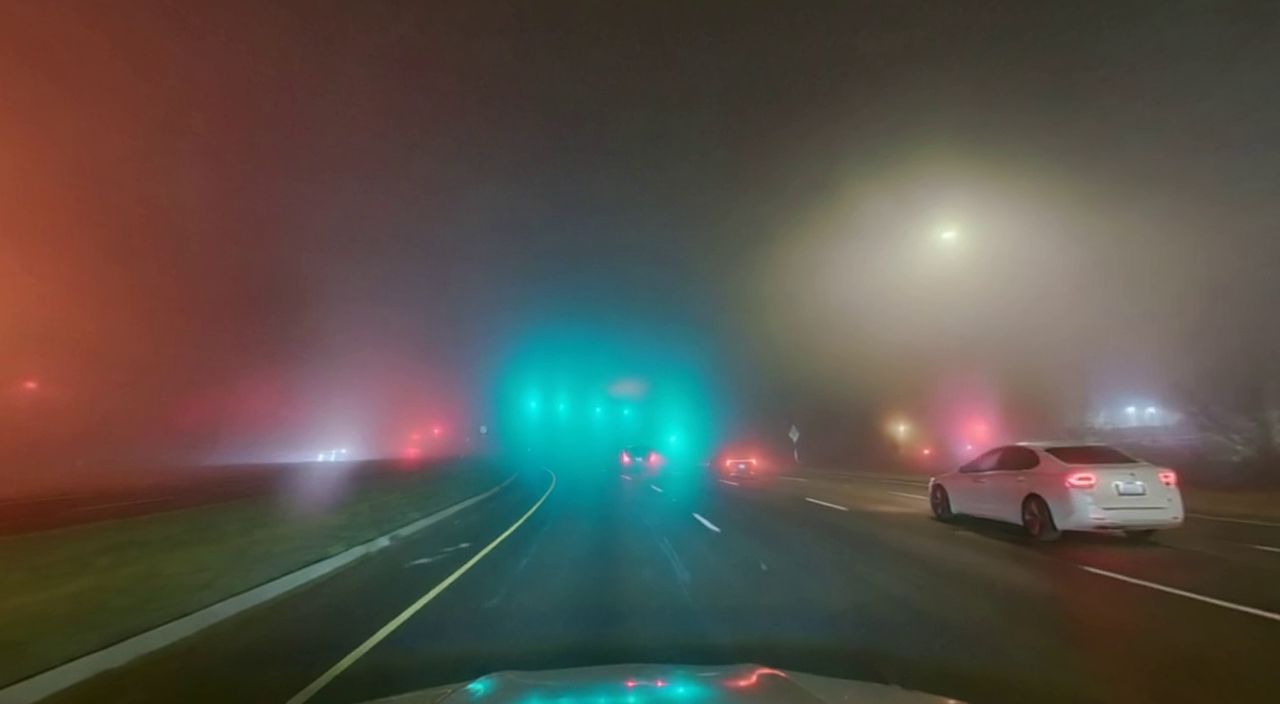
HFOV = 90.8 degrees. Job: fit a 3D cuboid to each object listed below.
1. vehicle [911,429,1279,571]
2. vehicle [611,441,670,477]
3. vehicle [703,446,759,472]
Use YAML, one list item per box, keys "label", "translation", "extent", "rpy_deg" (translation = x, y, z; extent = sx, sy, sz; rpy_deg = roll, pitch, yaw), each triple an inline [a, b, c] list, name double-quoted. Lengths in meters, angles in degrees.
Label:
- label: "vehicle"
  translation: [5.813, 1.883, 8.896]
  extent: [1.882, 1.476, 4.344]
  rpy_deg: [0, -8, -3]
- label: "vehicle"
  translation: [-0.068, 5.284, 31.573]
  extent: [2.122, 1.646, 4.525]
  rpy_deg: [2, -8, -10]
- label: "vehicle"
  translation: [5.543, 6.566, 39.008]
  extent: [1.940, 1.460, 4.652]
  rpy_deg: [2, -8, -11]
